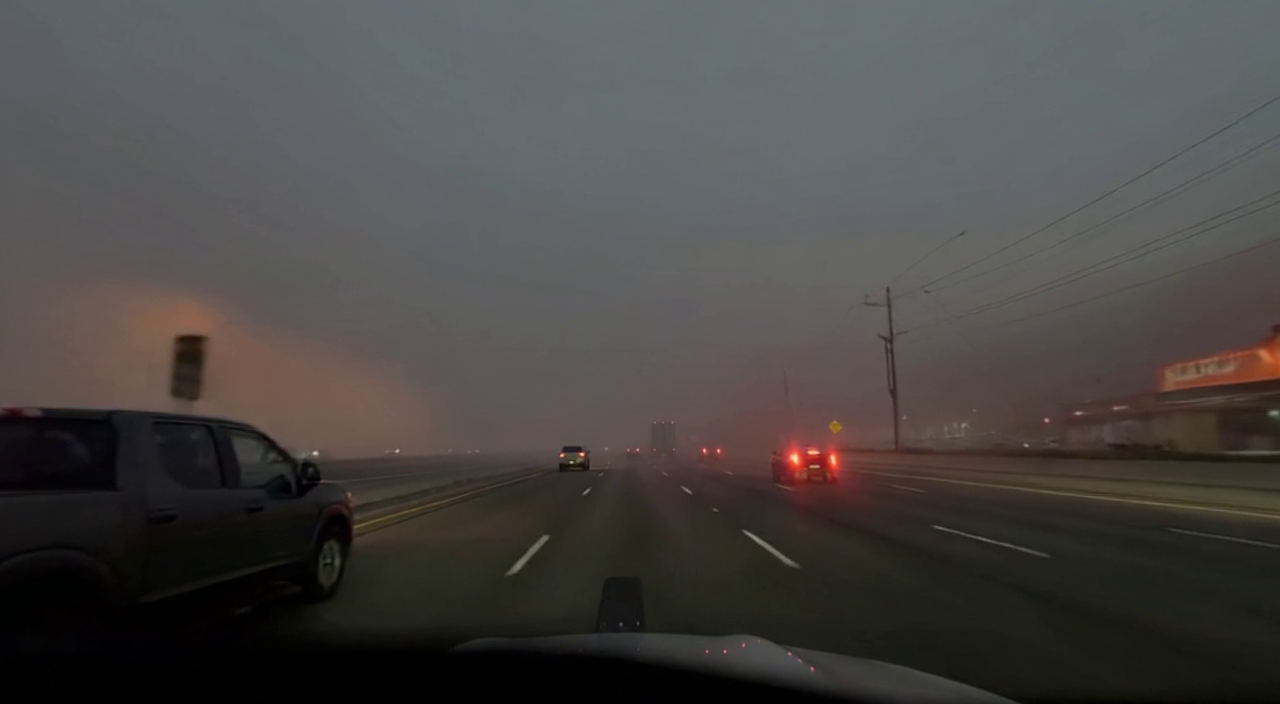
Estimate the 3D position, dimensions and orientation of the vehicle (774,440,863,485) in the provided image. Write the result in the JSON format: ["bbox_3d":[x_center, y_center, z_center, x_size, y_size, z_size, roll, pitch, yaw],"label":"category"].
[{"bbox_3d":[6.613,4.134,23.858,1.980,1.501,4.433,0,-9,-1],"label":"vehicle"}]

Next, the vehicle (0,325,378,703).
[{"bbox_3d":[-3.533,0.959,3.469,2.130,1.799,4.583,0,-9,1],"label":"vehicle"}]

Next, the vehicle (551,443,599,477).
[{"bbox_3d":[-3.045,5.191,30.449,1.929,1.521,4.097,0,-9,0],"label":"vehicle"}]
